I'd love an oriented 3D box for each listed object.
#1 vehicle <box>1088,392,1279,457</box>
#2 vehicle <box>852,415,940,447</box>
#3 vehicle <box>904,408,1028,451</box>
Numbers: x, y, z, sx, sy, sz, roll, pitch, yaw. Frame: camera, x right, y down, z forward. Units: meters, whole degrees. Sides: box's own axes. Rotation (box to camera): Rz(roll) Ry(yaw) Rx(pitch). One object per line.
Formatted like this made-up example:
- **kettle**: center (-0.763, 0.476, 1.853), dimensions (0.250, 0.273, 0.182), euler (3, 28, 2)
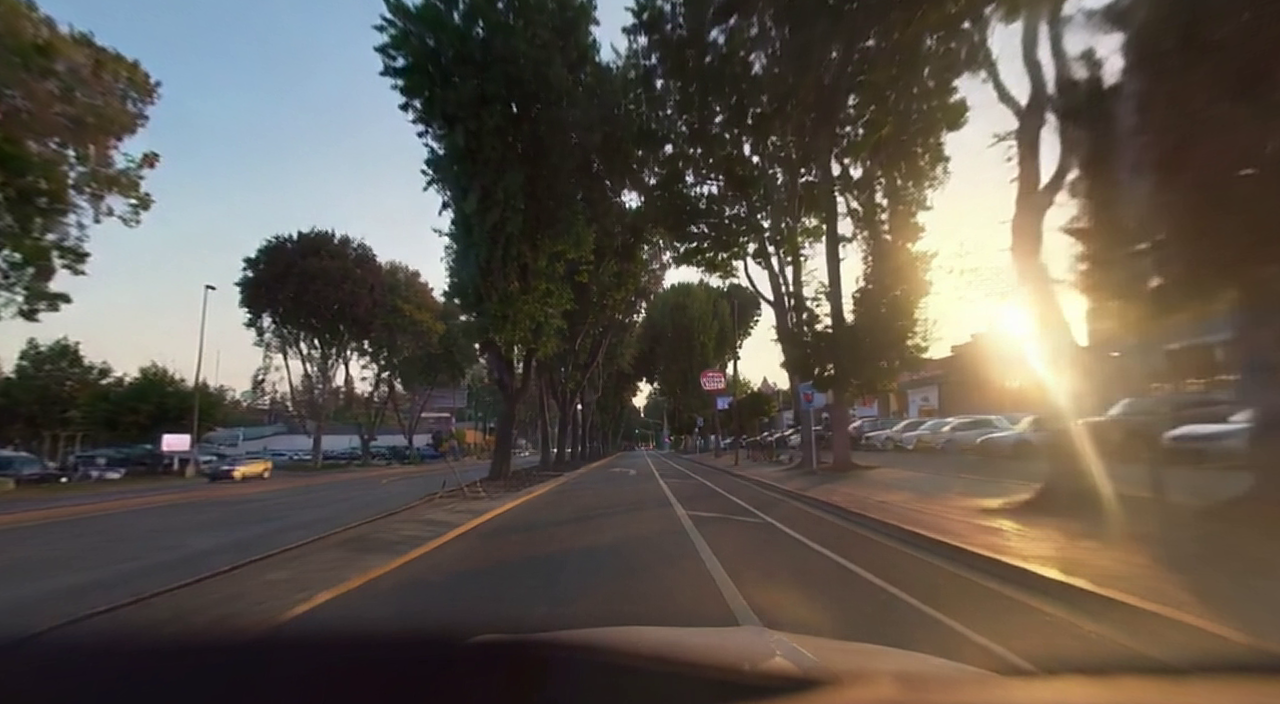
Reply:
- **vehicle**: center (12.793, 1.713, 14.765), dimensions (3.375, 1.411, 1.561), euler (0, -8, -1)
- **vehicle**: center (12.807, 3.986, 31.641), dimensions (3.641, 1.524, 1.731), euler (0, -8, 0)
- **vehicle**: center (12.458, 3.011, 24.273), dimensions (3.742, 1.560, 1.822), euler (-1, -8, 1)
